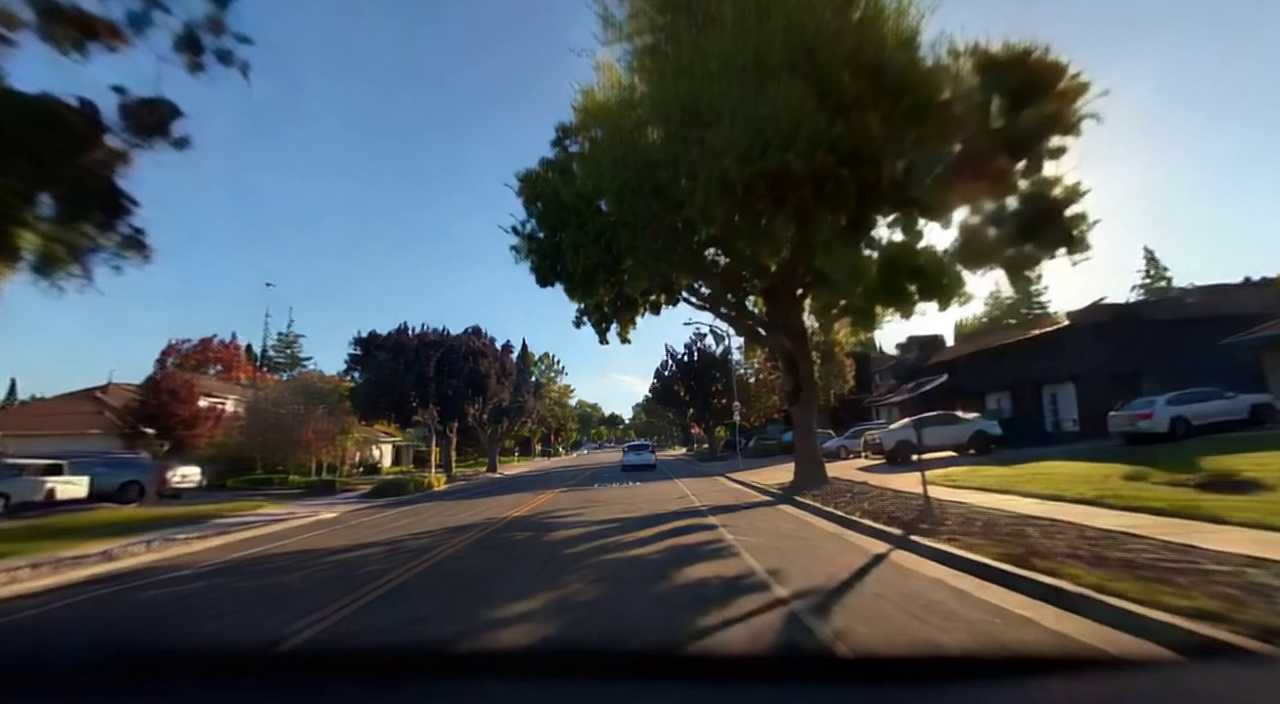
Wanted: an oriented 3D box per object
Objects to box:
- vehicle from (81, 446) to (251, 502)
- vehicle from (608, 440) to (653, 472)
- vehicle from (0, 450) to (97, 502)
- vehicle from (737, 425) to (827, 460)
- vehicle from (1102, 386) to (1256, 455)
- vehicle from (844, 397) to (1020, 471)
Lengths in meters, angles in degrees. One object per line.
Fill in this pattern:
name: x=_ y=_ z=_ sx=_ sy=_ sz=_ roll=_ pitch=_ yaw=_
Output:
vehicle: x=-17.184 y=4.415 z=23.114 sx=4.463 sy=1.917 sz=1.970 roll=1 pitch=-9 yaw=-5
vehicle: x=-0.477 y=5.157 z=31.471 sx=2.098 sy=1.483 sz=4.099 roll=0 pitch=-9 yaw=-1
vehicle: x=-22.671 y=4.435 z=22.840 sx=4.181 sy=1.784 sz=1.907 roll=0 pitch=-9 yaw=-1
vehicle: x=8.463 y=5.449 z=37.969 sx=4.740 sy=1.467 sz=2.074 roll=-6 pitch=-8 yaw=-3
vehicle: x=15.478 y=1.934 z=18.096 sx=4.462 sy=1.699 sz=2.145 roll=2 pitch=-9 yaw=-35
vehicle: x=9.473 y=2.716 z=20.805 sx=4.634 sy=1.723 sz=1.966 roll=-7 pitch=-9 yaw=-3
